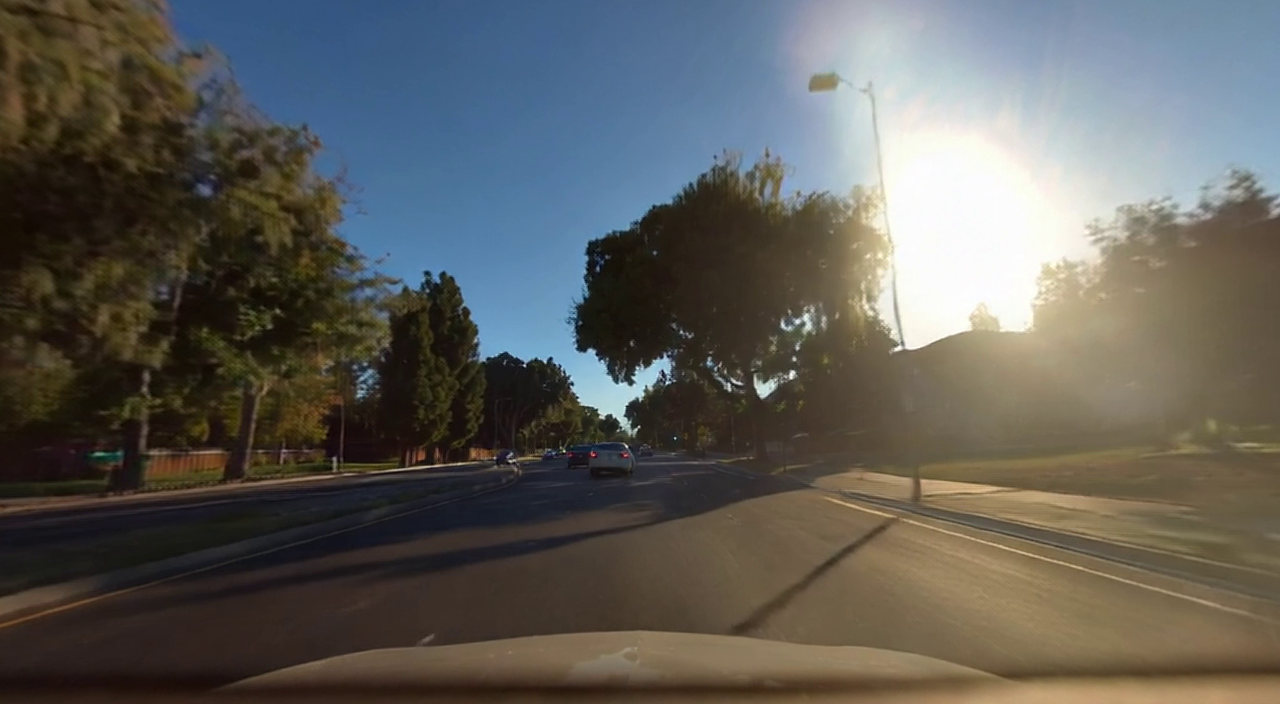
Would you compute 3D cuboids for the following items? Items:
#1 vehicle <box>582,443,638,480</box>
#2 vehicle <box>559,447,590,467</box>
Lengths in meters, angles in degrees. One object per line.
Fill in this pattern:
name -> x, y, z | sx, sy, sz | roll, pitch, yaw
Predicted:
vehicle -> -1.274, 4.971, 28.783 | 2.106, 1.517, 4.375 | -1, -9, 3
vehicle -> -5.006, 8.071, 48.688 | 2.014, 1.472, 4.357 | 0, -9, -2
